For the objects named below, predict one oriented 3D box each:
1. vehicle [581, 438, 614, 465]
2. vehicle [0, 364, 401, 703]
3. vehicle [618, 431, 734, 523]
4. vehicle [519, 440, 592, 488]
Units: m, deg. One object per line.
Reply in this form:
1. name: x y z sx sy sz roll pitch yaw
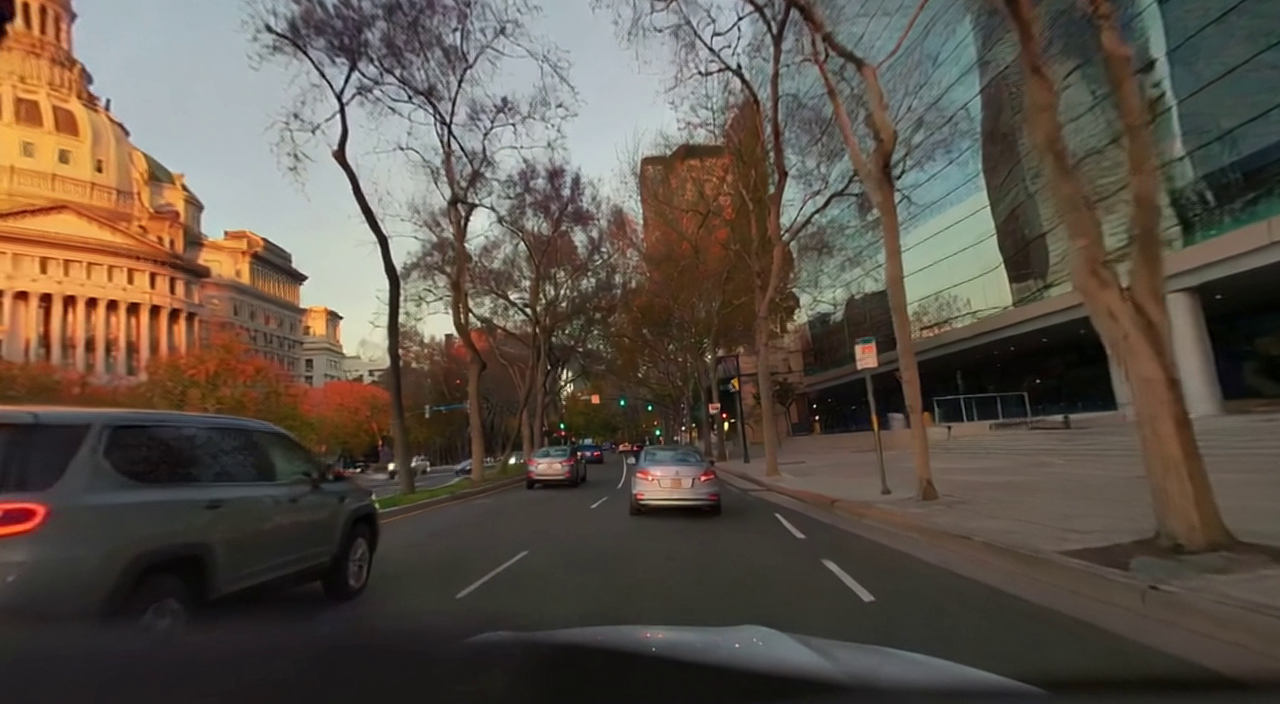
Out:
1. vehicle: -2.944 7.012 44.407 1.969 1.764 4.160 0 -9 0
2. vehicle: -3.258 1.136 4.163 1.848 1.641 3.686 0 -9 1
3. vehicle: 0.563 2.375 12.451 1.933 1.504 3.802 0 -9 -1
4. vehicle: -2.853 3.891 22.221 1.961 1.517 4.202 0 -9 0
